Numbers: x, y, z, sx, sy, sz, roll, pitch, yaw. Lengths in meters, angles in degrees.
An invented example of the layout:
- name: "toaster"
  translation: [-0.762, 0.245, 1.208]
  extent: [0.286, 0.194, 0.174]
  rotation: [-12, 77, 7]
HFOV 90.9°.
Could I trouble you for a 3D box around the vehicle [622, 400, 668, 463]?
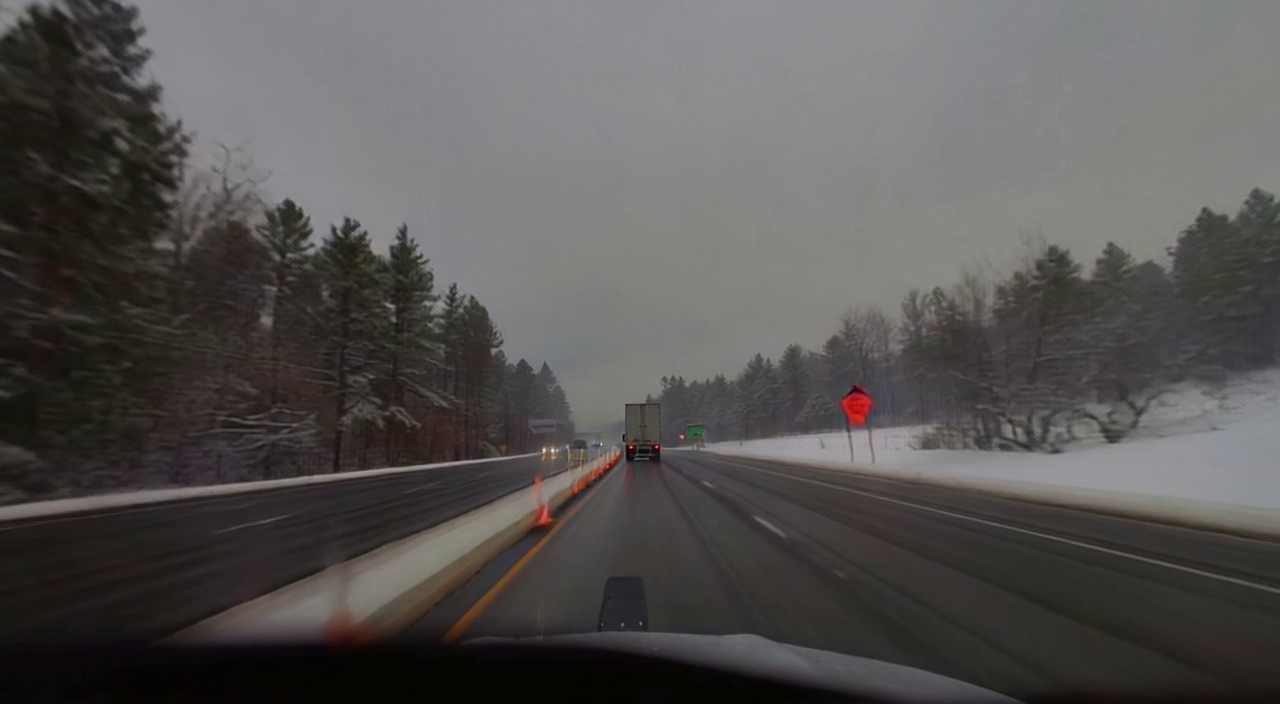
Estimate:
- name: "vehicle"
  translation: [0.174, 5.959, 46.562]
  extent: [2.935, 4.068, 11.036]
  rotation: [0, -8, -1]
